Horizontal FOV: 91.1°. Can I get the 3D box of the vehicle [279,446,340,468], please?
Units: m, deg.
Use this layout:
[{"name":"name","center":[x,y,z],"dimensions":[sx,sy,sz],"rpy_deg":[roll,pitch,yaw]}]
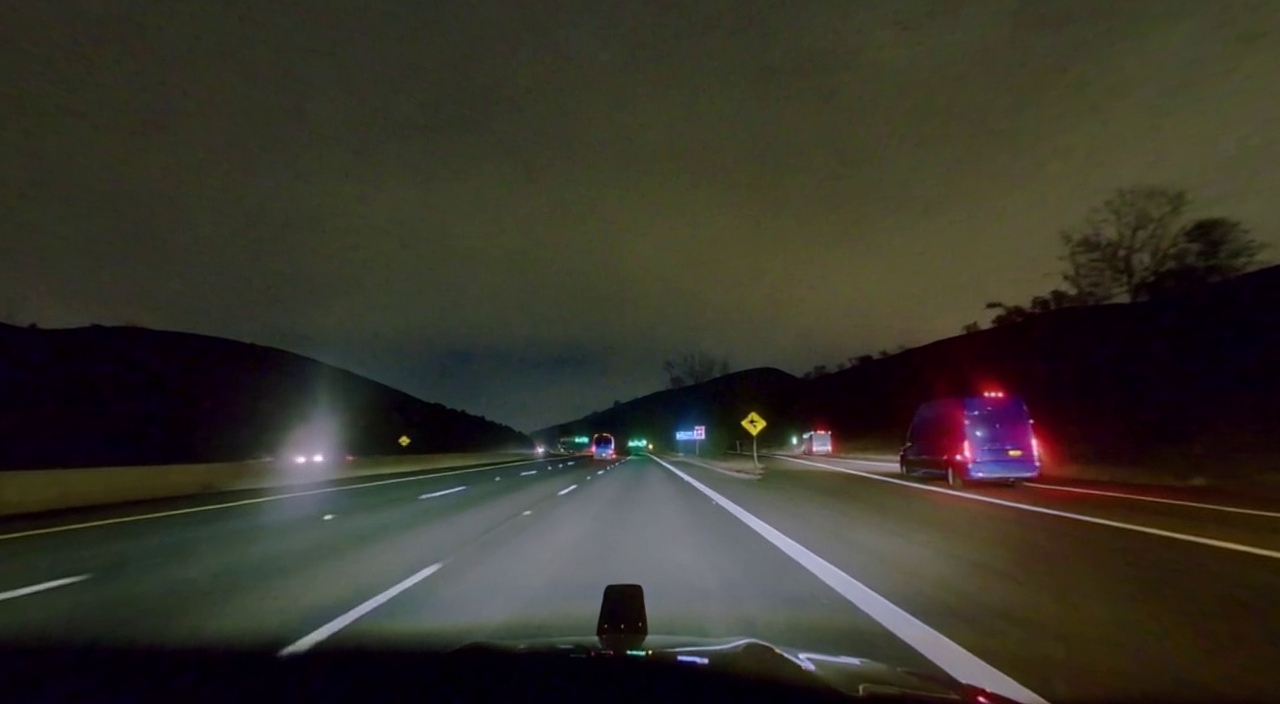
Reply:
[{"name":"vehicle","center":[-25.798,8.176,49.228],"dimensions":[1.964,1.621,5.002],"rpy_deg":[0,-8,1]}]
